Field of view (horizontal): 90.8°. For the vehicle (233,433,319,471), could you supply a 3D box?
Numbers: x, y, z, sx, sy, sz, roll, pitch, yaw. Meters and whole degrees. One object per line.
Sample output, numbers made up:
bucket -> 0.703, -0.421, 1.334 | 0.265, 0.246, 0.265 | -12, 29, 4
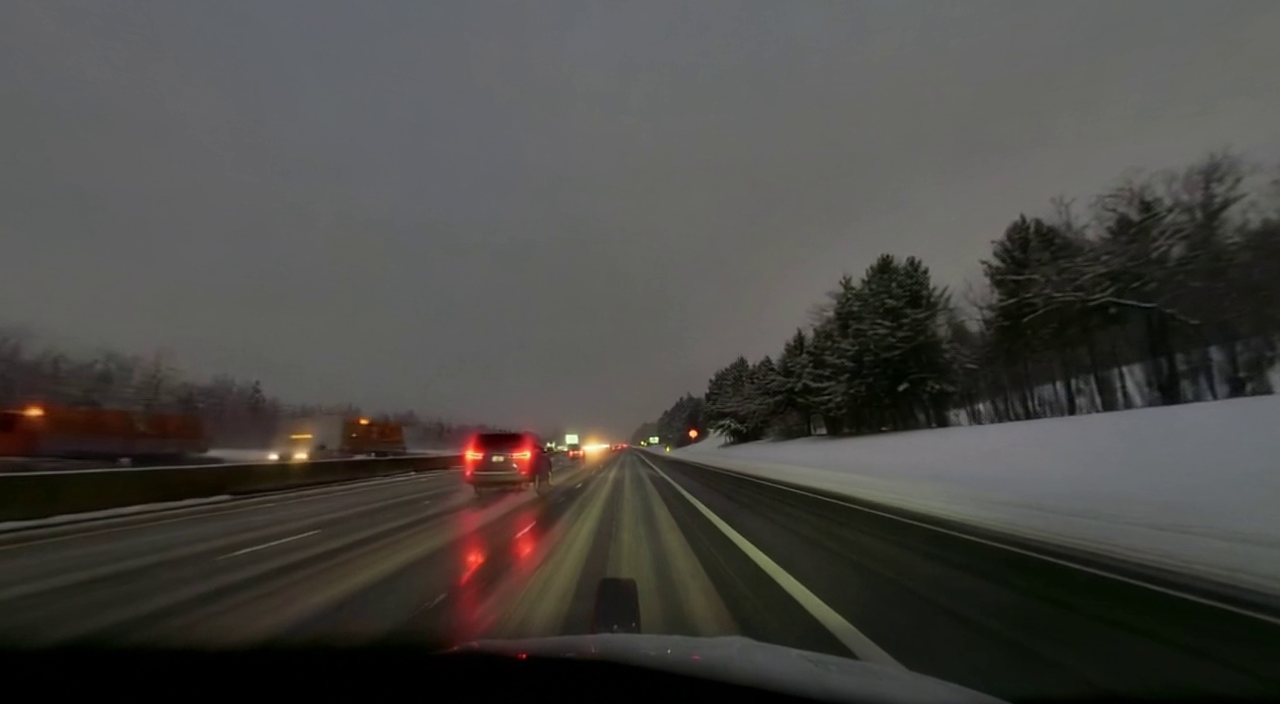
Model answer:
vehicle -> -24.027, 6.622, 42.033 | 2.250, 2.320, 5.768 | 0, -9, 0

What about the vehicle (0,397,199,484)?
vehicle -> -31.940, 5.026, 35.264 | 2.891, 4.097, 16.481 | 0, -9, 0

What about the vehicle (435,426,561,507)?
vehicle -> -3.314, 2.786, 15.755 | 2.103, 1.715, 4.371 | 0, -9, 0
